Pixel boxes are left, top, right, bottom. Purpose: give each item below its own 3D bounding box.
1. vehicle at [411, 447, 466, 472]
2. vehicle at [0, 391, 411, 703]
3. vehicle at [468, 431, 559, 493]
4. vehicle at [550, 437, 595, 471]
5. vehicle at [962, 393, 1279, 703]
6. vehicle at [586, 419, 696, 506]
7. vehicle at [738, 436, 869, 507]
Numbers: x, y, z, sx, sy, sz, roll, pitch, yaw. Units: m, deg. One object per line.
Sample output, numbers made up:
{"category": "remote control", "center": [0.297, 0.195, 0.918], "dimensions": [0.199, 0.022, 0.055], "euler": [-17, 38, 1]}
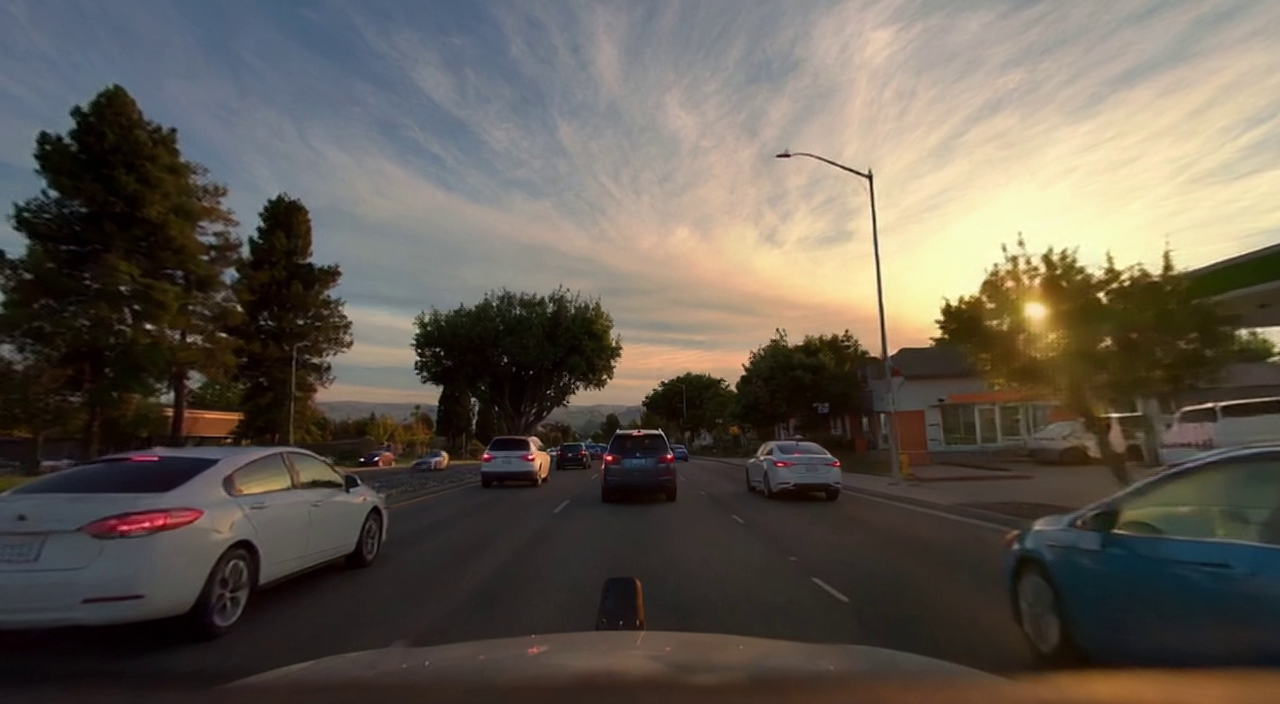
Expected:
{"category": "vehicle", "center": [-12.481, 6.673, 39.387], "dimensions": [1.941, 1.450, 4.477], "euler": [0, -9, 0]}
{"category": "vehicle", "center": [-3.596, 1.285, 5.252], "dimensions": [1.864, 1.574, 4.031], "euler": [0, -8, 0]}
{"category": "vehicle", "center": [-3.776, 3.352, 19.636], "dimensions": [1.932, 1.695, 4.150], "euler": [0, -8, 0]}
{"category": "vehicle", "center": [-3.518, 5.389, 33.622], "dimensions": [1.871, 1.673, 3.920], "euler": [0, -8, 1]}
{"category": "vehicle", "center": [3.326, 0.889, 2.209], "dimensions": [1.976, 1.492, 4.436], "euler": [0, -8, -1]}
{"category": "vehicle", "center": [0.015, 2.621, 15.345], "dimensions": [2.279, 1.803, 4.254], "euler": [0, -8, 0]}
{"category": "vehicle", "center": [3.782, 2.848, 15.532], "dimensions": [1.888, 1.456, 4.589], "euler": [0, -8, -2]}
